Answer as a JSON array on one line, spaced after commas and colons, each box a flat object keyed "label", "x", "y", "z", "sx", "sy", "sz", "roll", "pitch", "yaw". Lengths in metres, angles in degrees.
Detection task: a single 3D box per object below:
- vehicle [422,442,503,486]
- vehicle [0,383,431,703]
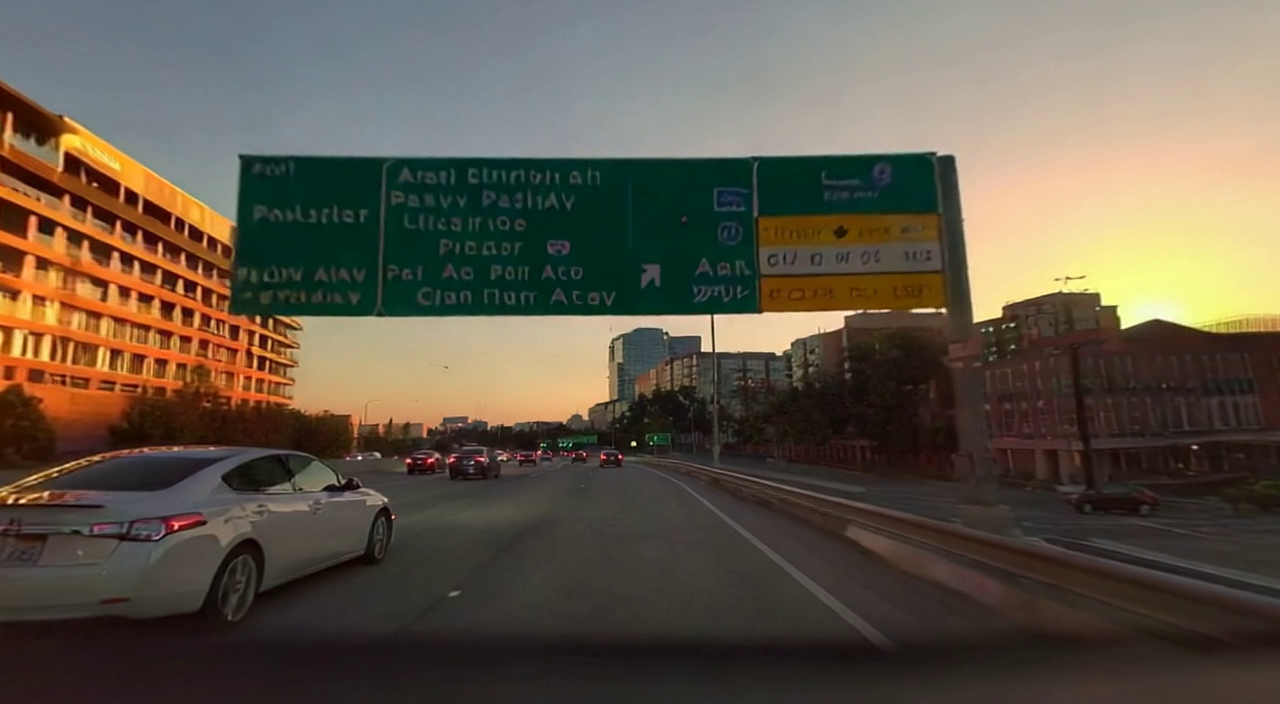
[{"label": "vehicle", "x": -7.261, "y": 4.632, "z": 26.328, "sx": 2.075, "sy": 1.642, "sz": 4.638, "roll": 0, "pitch": -9, "yaw": -1}, {"label": "vehicle", "x": -3.603, "y": 1.354, "z": 5.352, "sx": 2.036, "sy": 1.717, "sz": 4.592, "roll": 0, "pitch": -9, "yaw": 0}]
